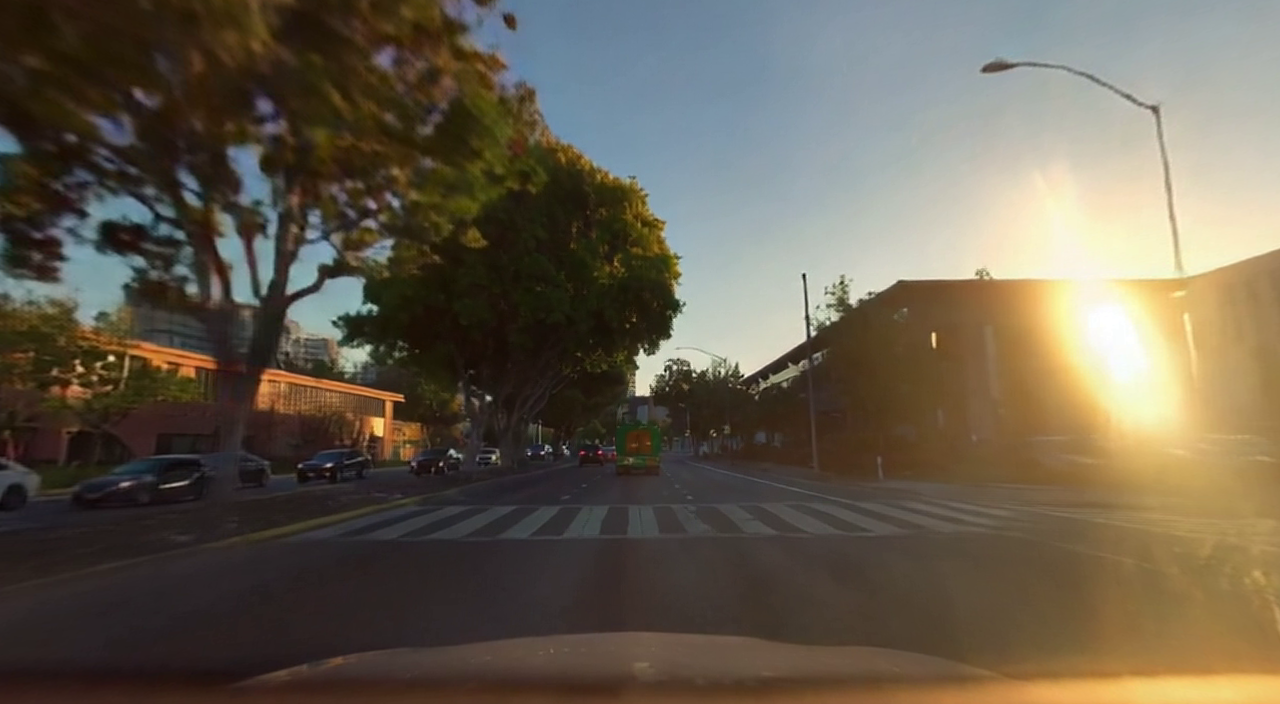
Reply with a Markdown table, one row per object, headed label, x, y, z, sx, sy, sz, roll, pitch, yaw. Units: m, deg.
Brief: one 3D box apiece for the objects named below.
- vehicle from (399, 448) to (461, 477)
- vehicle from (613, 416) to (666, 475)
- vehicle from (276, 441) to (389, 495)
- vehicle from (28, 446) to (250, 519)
| label | x | y | z | sx | sy | sz | roll | pitch | yaw |
| --- | --- | --- | --- | --- | --- | --- | --- | --- | --- |
| vehicle | -11.979 | 6.303 | 36.246 | 1.935 | 1.467 | 4.451 | -1 | -8 | 2 |
| vehicle | -0.167 | 5.775 | 39.112 | 2.843 | 3.120 | 10.422 | 0 | -8 | -2 |
| vehicle | -12.475 | 4.674 | 25.982 | 2.068 | 1.747 | 5.040 | -4 | -7 | 1 |
| vehicle | -12.990 | 3.349 | 16.880 | 1.960 | 1.627 | 4.784 | 0 | -8 | 1 |
